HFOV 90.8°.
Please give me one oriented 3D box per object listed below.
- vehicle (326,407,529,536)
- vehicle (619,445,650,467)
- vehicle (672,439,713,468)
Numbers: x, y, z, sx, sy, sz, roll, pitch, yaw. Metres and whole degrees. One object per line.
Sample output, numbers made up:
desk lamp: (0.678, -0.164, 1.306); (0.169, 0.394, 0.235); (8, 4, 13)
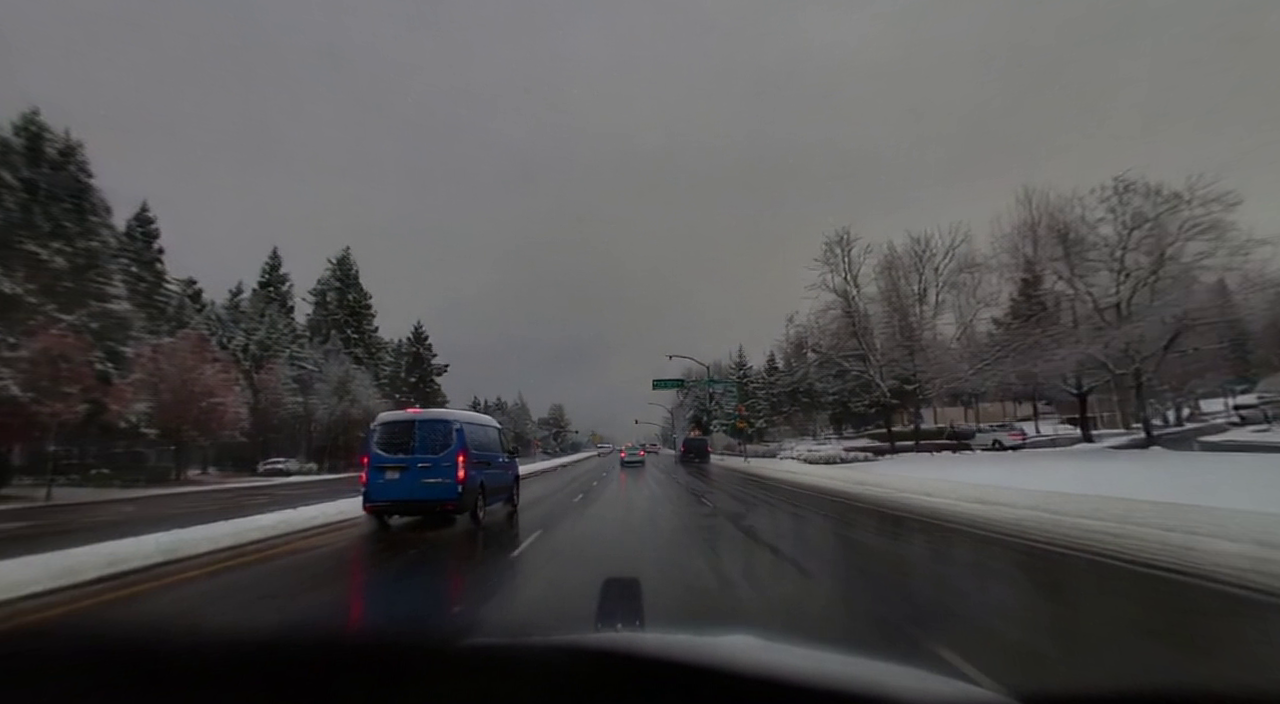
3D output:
vehicle: (-3.505, 2.090, 11.600); (2.075, 1.863, 4.744); (0, -9, 0)
vehicle: (-0.422, 7.114, 43.409); (2.039, 1.455, 3.826); (0, -9, -2)
vehicle: (3.359, 6.606, 41.241); (2.181, 1.781, 4.257); (0, -9, -2)
